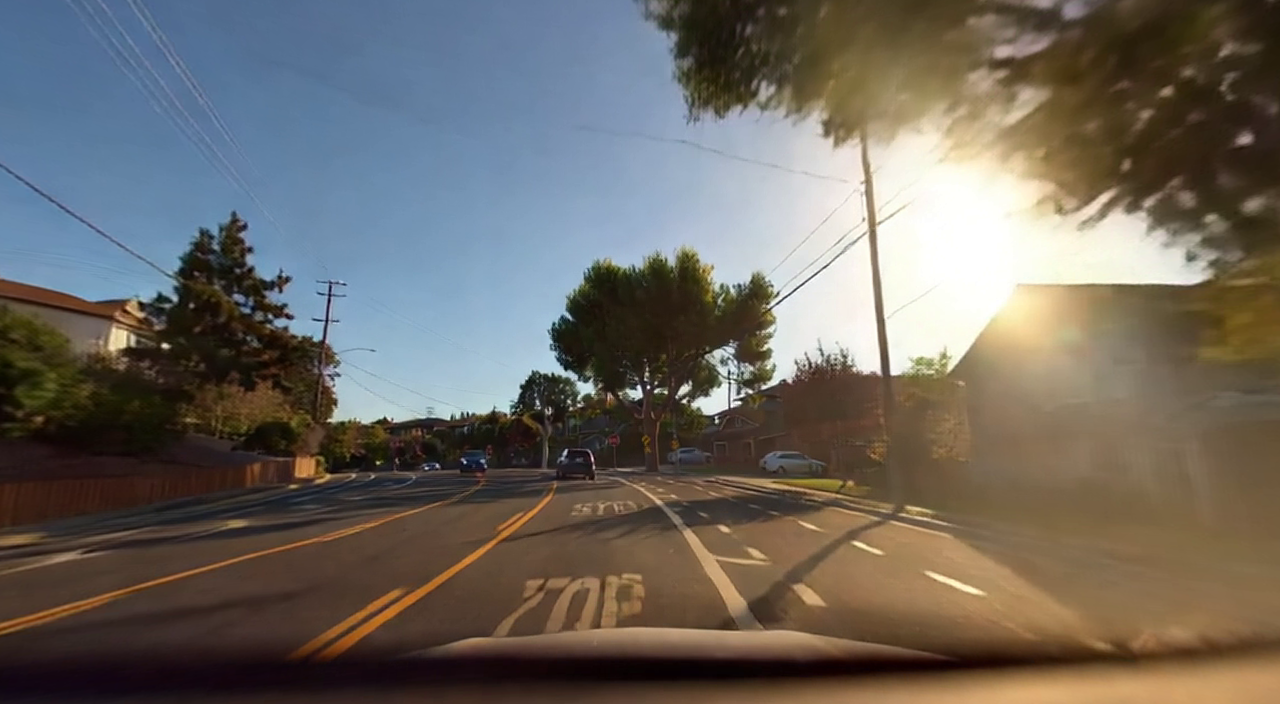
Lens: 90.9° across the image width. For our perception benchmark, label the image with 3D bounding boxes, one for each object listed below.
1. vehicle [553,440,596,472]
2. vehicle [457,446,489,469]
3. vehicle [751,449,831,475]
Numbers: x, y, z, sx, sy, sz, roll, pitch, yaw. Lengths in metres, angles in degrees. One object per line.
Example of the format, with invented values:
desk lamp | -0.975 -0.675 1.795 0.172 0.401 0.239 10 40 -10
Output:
vehicle | -4.334 6.708 41.066 2.284 1.741 4.702 4 -8 -11
vehicle | -11.691 7.392 44.407 2.003 1.483 4.545 2 -8 -13
vehicle | 9.370 6.795 39.220 4.383 1.508 1.884 1 -8 -10
